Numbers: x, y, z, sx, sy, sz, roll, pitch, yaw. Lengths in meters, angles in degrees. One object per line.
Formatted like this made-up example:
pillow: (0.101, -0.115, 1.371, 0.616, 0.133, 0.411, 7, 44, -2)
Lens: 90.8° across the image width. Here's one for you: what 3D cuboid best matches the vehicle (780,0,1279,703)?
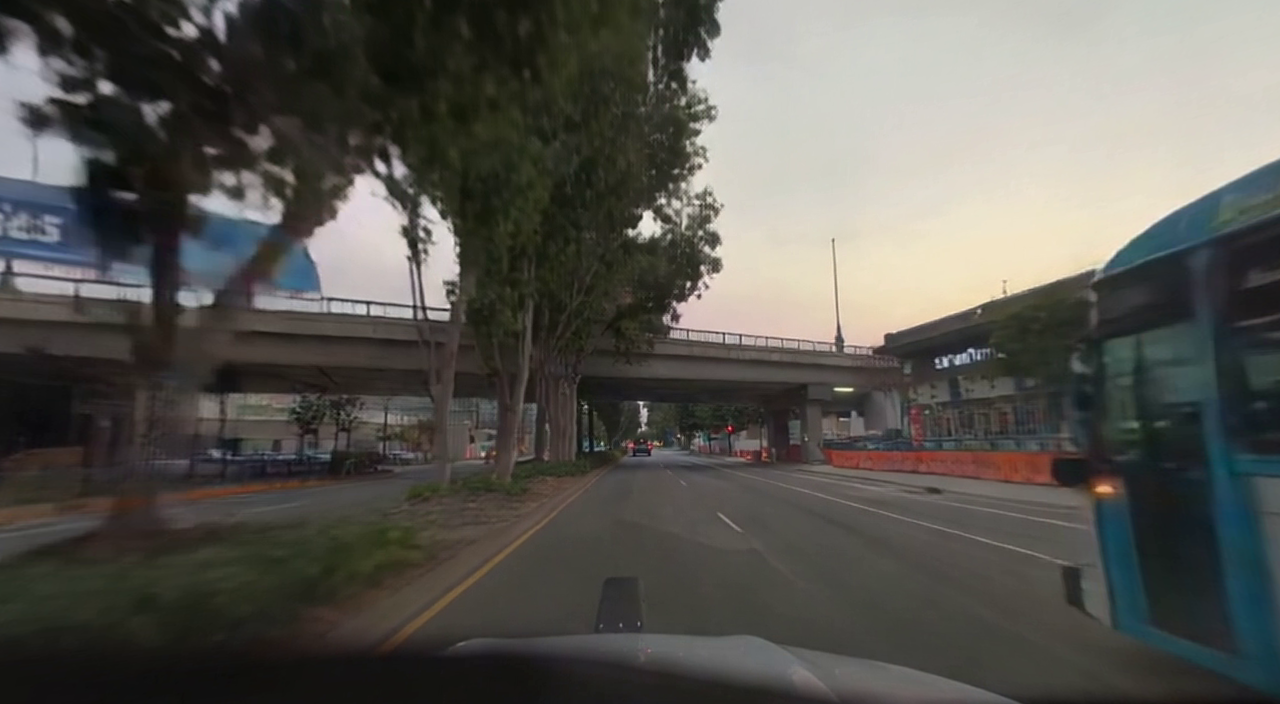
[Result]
vehicle: (3.911, 0.145, 2.749, 3.043, 3.162, 13.806, 0, -8, -2)
